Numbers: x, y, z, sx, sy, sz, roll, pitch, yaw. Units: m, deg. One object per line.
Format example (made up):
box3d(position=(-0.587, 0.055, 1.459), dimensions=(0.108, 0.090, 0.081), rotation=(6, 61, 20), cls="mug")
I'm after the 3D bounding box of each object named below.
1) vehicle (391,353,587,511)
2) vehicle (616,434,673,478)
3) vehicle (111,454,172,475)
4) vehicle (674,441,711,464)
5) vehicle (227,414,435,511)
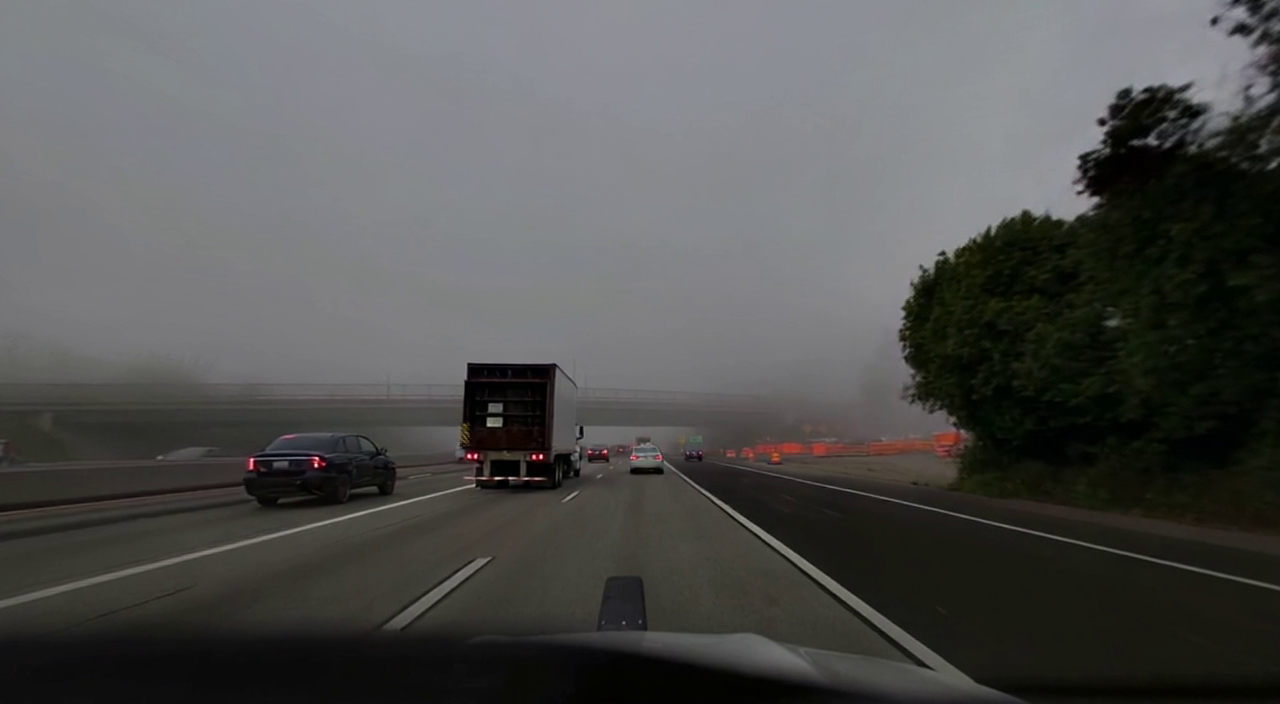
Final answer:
box3d(position=(-3.602, 2.427, 18.728), dimensions=(3.075, 3.276, 11.073), rotation=(0, -8, 0), cls="vehicle")
box3d(position=(0.125, 4.384, 26.963), dimensions=(2.270, 1.696, 4.061), rotation=(0, -8, -2), cls="vehicle")
box3d(position=(-35.474, 7.980, 44.961), dimensions=(1.489, 1.364, 3.405), rotation=(0, -8, 0), cls="vehicle")
box3d(position=(3.501, 6.804, 42.770), dimensions=(2.003, 1.465, 4.092), rotation=(0, -8, -2), cls="vehicle")
box3d(position=(-7.458, 2.738, 16.242), dimensions=(2.309, 2.007, 5.974), rotation=(0, -8, 0), cls="vehicle")
